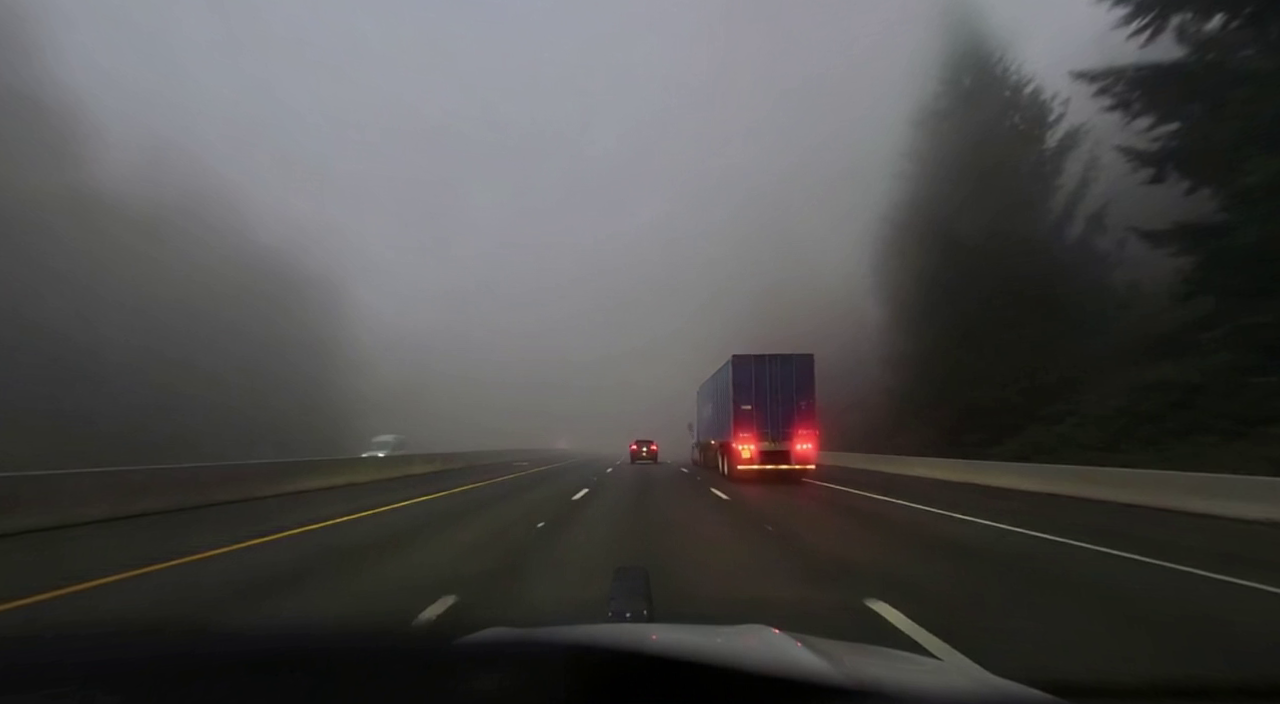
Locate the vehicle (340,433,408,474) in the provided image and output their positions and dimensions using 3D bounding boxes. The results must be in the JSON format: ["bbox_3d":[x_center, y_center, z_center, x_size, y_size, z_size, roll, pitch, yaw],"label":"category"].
[{"bbox_3d":[-17.816,6.799,42.474,2.160,2.514,5.353,0,-8,1],"label":"vehicle"}]

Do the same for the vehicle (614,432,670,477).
[{"bbox_3d":[0.118,4.160,25.782,2.111,1.635,4.177,0,-8,1],"label":"vehicle"}]

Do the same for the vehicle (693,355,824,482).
[{"bbox_3d":[4.474,3.219,28.070,2.936,4.125,15.204,0,-8,0],"label":"vehicle"}]
